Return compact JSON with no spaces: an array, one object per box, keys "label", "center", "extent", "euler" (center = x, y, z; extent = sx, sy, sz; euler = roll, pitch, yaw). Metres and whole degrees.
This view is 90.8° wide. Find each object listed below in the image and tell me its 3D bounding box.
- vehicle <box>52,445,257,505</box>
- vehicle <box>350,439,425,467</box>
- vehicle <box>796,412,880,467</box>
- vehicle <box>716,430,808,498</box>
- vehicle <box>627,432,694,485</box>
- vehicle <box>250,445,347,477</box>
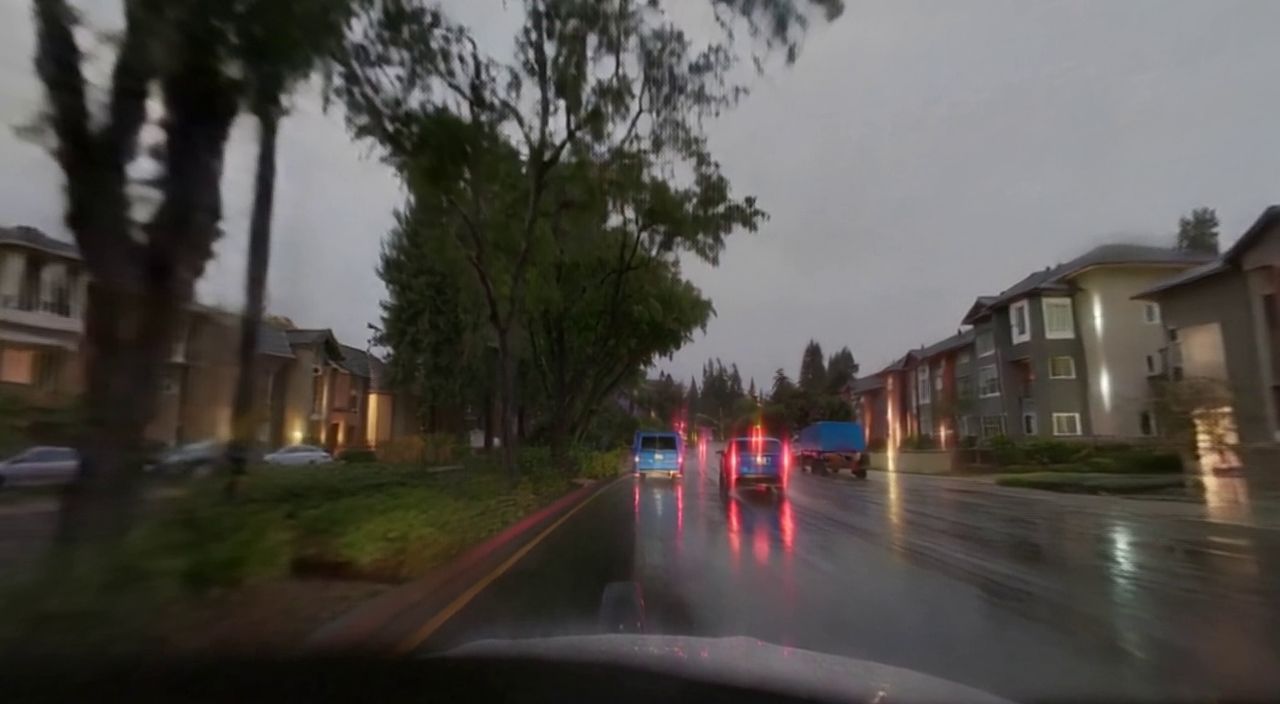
[{"label":"vehicle","center":[-13.550,3.424,18.141],"extent":[1.884,1.454,4.858],"euler":[0,-9,2]},{"label":"vehicle","center":[-17.098,6.969,43.125],"extent":[2.272,1.746,5.914],"euler":[-1,-11,5]},{"label":"vehicle","center":[12.622,5.742,41.009],"extent":[3.705,3.221,6.779],"euler":[-2,-9,5]},{"label":"vehicle","center":[3.591,3.388,19.484],"extent":[2.033,1.823,4.409],"euler":[0,-9,1]},{"label":"vehicle","center":[0.834,4.114,24.748],"extent":[2.345,1.841,5.032],"euler":[0,-9,2]},{"label":"vehicle","center":[-17.677,5.698,33.035],"extent":[2.008,1.487,5.078],"euler":[-2,-10,3]}]
